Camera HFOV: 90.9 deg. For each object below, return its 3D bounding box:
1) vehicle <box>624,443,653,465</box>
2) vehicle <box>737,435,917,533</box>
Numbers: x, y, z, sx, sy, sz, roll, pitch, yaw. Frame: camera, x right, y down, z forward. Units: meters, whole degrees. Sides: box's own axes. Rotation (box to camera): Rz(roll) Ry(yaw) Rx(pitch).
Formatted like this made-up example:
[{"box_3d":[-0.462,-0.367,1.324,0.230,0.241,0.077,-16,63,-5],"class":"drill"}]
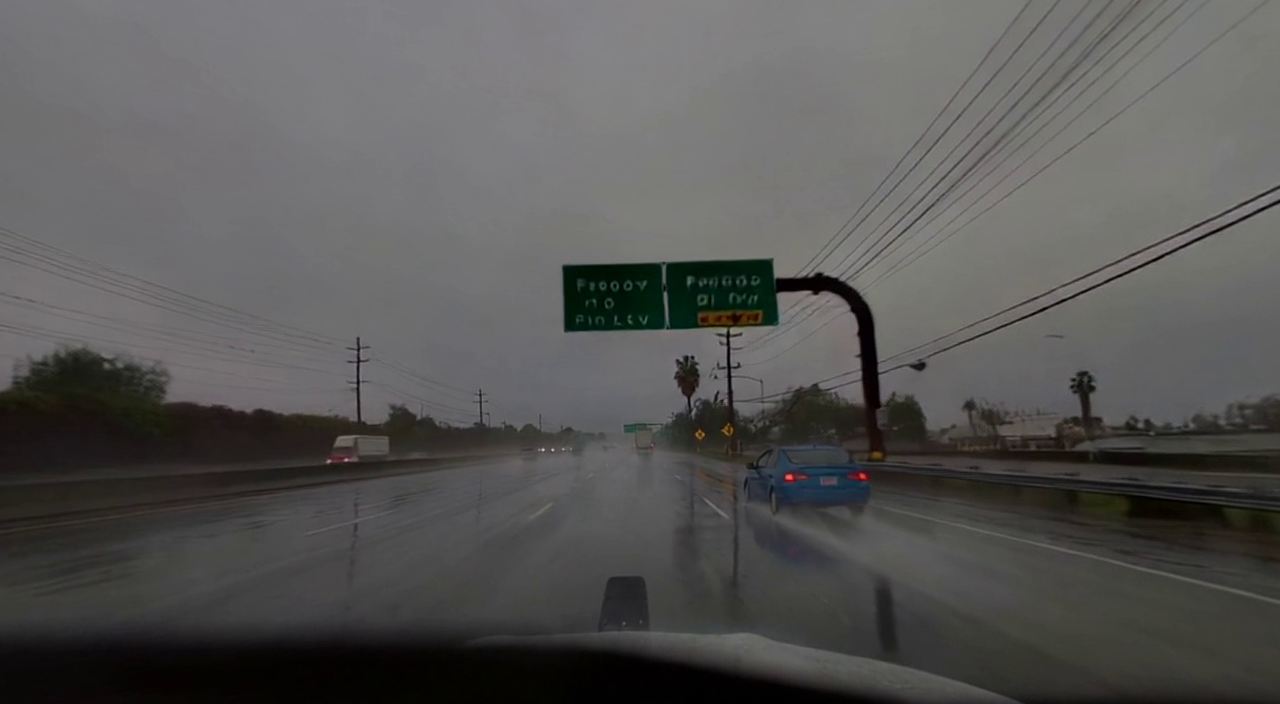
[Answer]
[{"box_3d":[-0.091,7.453,46.224,2.036,1.474,3.969,0,-8,0],"class":"vehicle"},{"box_3d":[3.307,2.424,12.251,2.060,1.526,4.387,0,-8,-1],"class":"vehicle"}]
